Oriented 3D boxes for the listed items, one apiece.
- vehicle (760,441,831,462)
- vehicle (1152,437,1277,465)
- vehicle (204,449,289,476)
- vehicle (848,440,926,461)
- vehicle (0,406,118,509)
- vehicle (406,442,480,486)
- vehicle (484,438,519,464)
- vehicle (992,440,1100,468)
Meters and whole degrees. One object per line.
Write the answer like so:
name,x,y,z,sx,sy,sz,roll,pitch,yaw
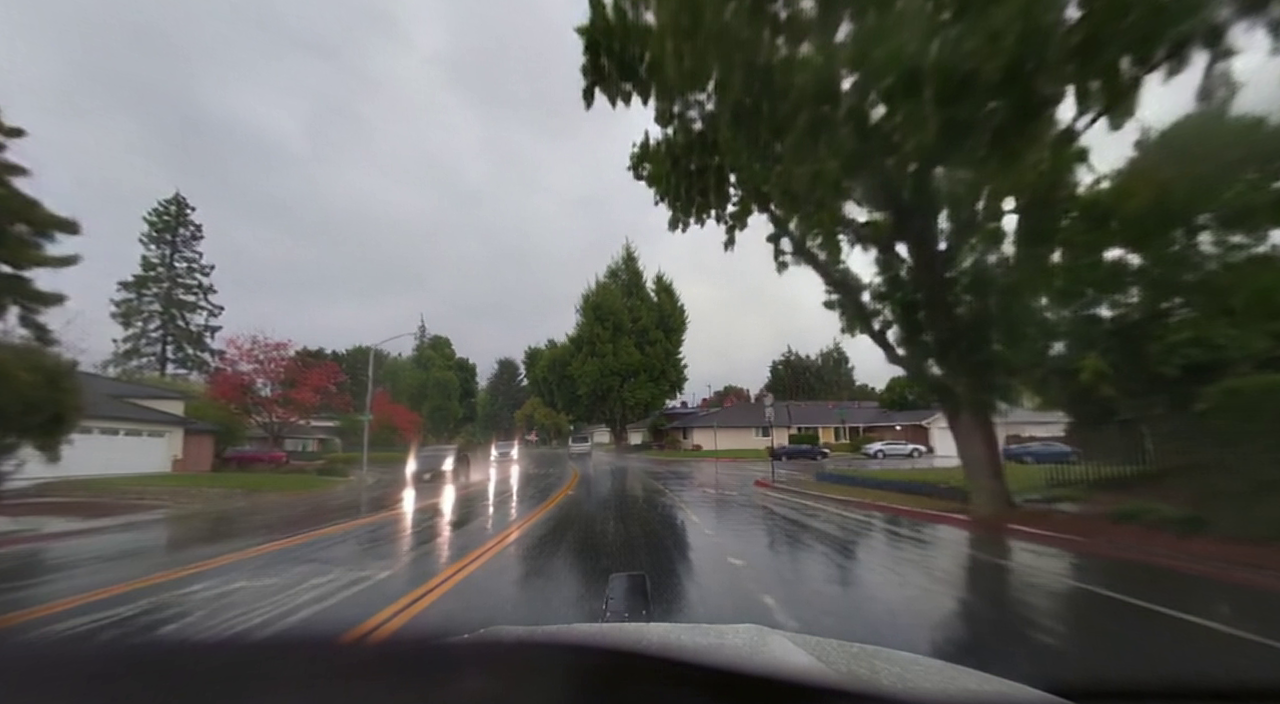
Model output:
vehicle,11.210,7.221,45.734,4.737,1.447,1.766,-1,-9,6
vehicle,31.066,5.366,34.200,4.587,1.460,1.895,-1,-9,9
vehicle,-26.315,7.361,42.232,4.378,1.714,1.977,0,-8,2
vehicle,17.447,6.993,44.776,4.795,1.468,1.945,-1,-9,9
vehicle,-19.846,3.160,19.162,6.474,2.781,2.364,-2,-9,12
vehicle,-7.853,4.471,25.551,1.910,1.538,4.478,-2,-8,-4
vehicle,-9.683,6.947,44.336,2.069,1.740,4.446,1,-9,-9
vehicle,22.599,5.695,35.279,4.607,1.481,1.884,-2,-9,11
